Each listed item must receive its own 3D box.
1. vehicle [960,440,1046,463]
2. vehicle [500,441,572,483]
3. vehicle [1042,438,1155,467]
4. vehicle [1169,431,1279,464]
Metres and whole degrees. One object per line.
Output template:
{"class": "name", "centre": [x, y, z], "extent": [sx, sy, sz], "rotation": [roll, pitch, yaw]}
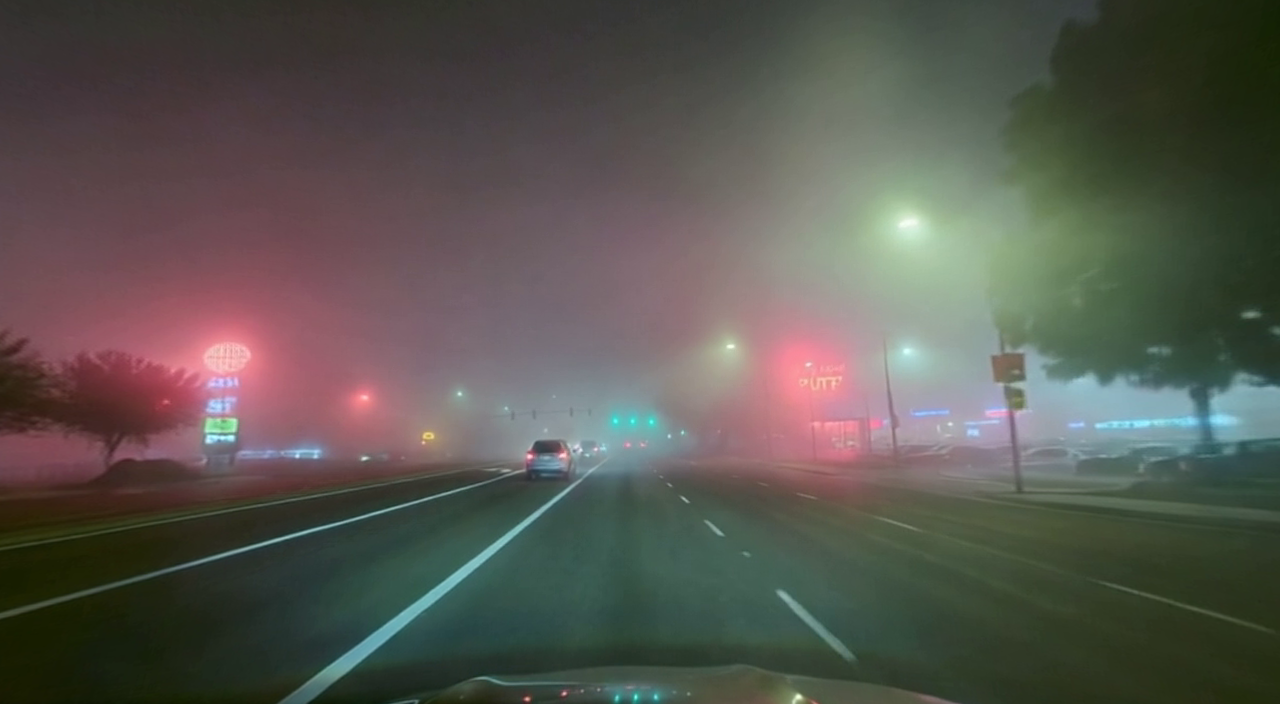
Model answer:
{"class": "vehicle", "centre": [24.903, 6.820, 43.538], "extent": [4.799, 1.497, 1.952], "rotation": [-4, -9, 22]}
{"class": "vehicle", "centre": [-3.992, 4.322, 25.079], "extent": [2.097, 1.497, 4.571], "rotation": [0, -8, 0]}
{"class": "vehicle", "centre": [24.741, 5.425, 34.336], "extent": [4.554, 1.470, 2.020], "rotation": [-4, -9, 24]}
{"class": "vehicle", "centre": [30.019, 4.827, 31.816], "extent": [4.656, 1.564, 1.950], "rotation": [-4, -9, 22]}
